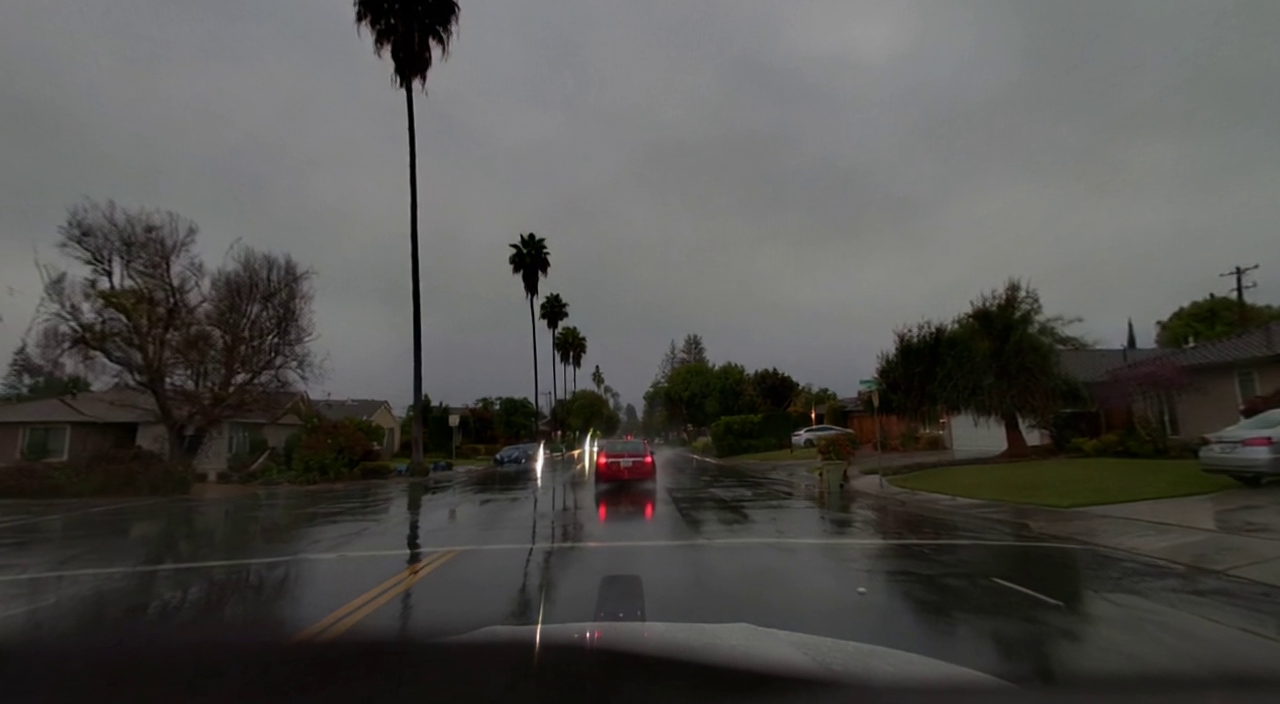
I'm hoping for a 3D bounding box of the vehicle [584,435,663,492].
[{"bbox_3d":[-0.473,3.279,18.912,2.098,1.483,4.099,0,-9,-1],"label":"vehicle"}]

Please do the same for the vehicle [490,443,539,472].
[{"bbox_3d":[-7.905,6.684,40.263,2.069,1.441,4.368,-3,-7,2],"label":"vehicle"}]
